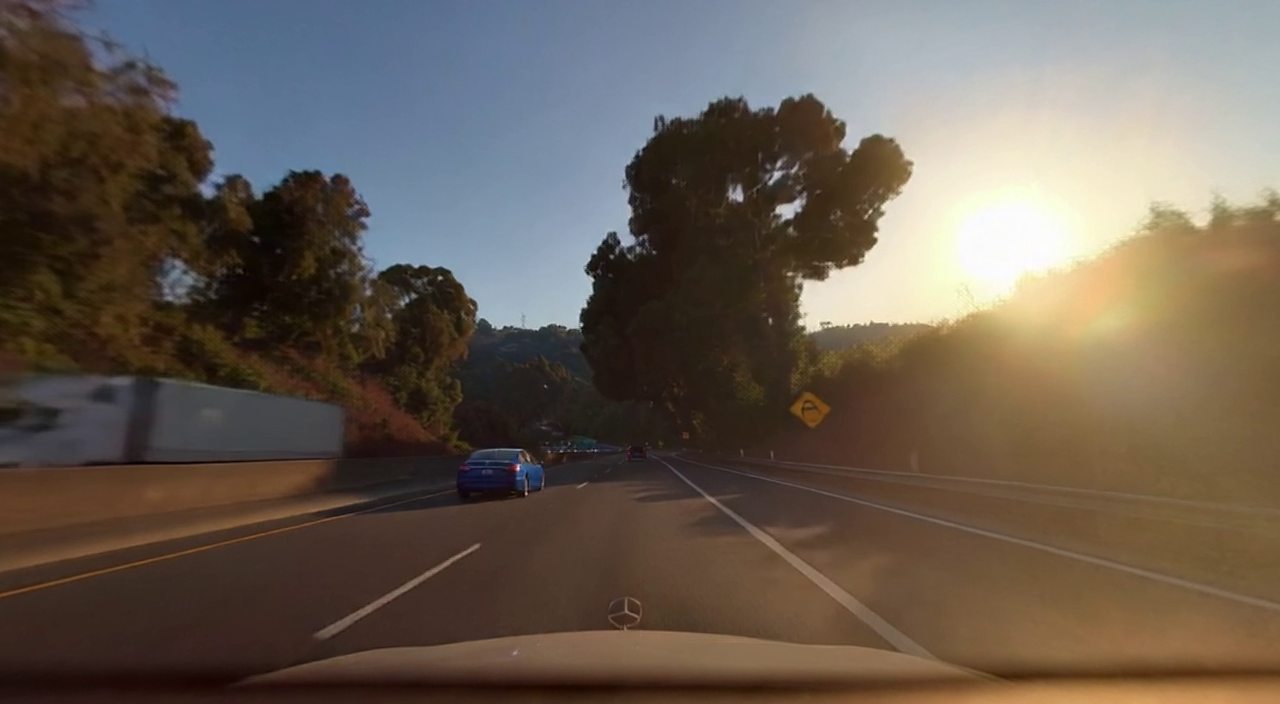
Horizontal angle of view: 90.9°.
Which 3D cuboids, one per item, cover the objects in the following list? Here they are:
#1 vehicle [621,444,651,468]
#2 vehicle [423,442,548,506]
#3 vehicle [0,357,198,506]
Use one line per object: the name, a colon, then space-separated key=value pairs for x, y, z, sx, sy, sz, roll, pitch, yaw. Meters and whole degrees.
vehicle: x=-0.242 y=7.217 z=43.789 sx=2.011 sy=1.590 sz=3.607 roll=0 pitch=-9 yaw=1
vehicle: x=-3.931 y=3.188 z=16.984 sx=2.157 sy=1.483 sz=4.601 roll=0 pitch=-9 yaw=1
vehicle: x=-17.196 y=2.445 z=19.086 sx=3.013 sy=3.781 sz=6.029 roll=0 pitch=-9 yaw=1
